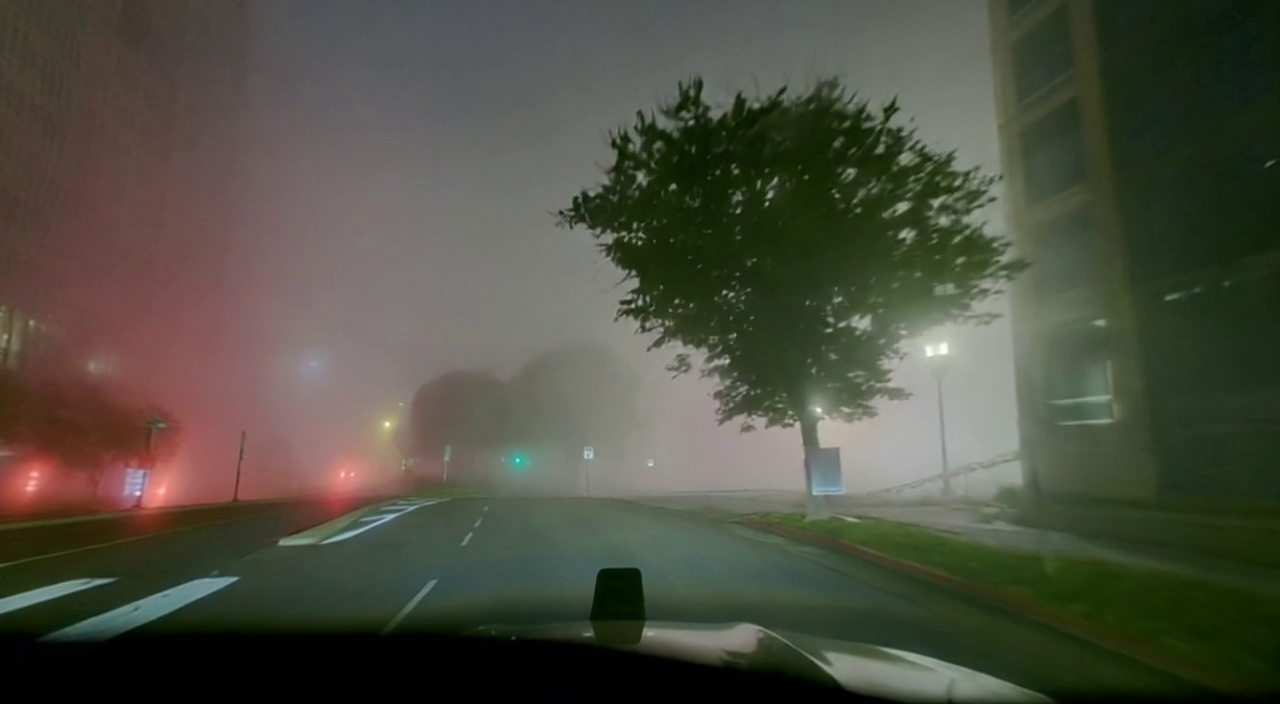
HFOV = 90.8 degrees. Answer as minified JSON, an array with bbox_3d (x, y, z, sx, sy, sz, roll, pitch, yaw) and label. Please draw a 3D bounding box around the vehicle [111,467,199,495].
[{"bbox_3d":[-33.525,8.913,43.694,4.473,1.778,2.125,-1,-9,7],"label":"vehicle"}]
